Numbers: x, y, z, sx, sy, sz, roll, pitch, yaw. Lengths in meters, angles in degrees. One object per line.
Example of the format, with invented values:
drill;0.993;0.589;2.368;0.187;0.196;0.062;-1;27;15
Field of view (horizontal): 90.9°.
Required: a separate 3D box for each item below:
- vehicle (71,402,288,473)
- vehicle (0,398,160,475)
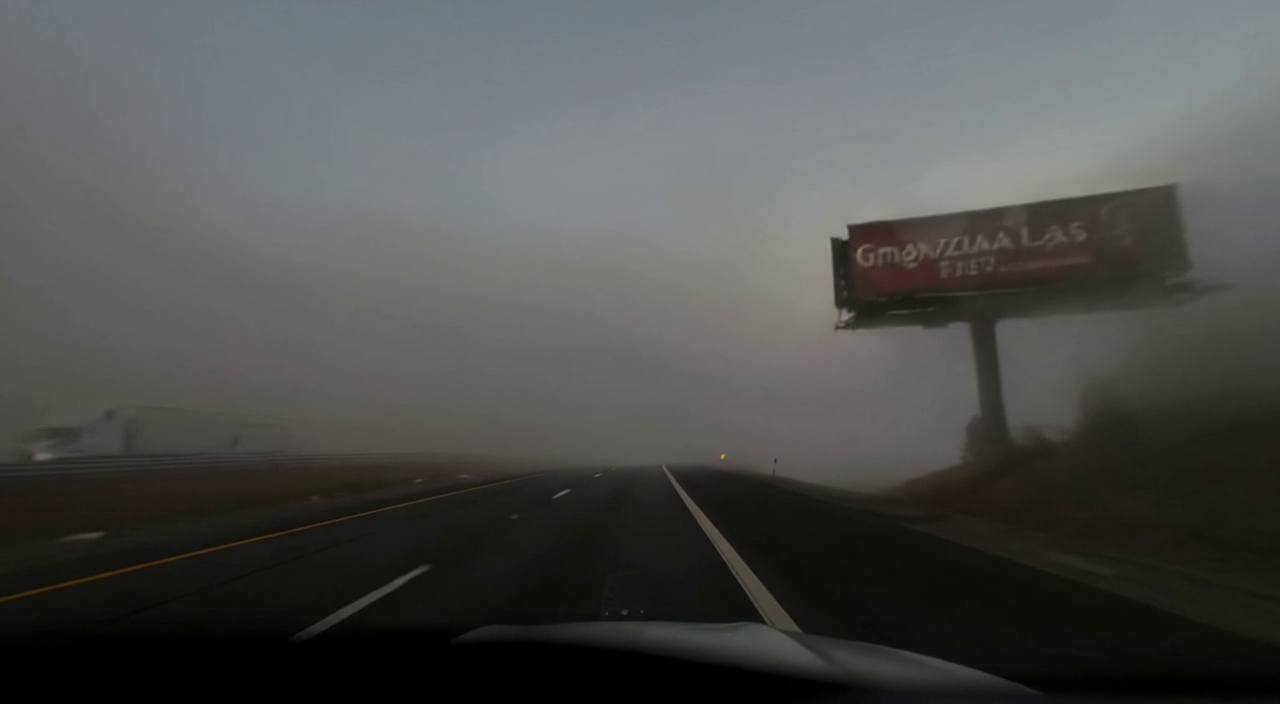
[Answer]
vehicle;-32.176;6.334;46.040;2.927;4.224;16.633;-1;-8;2
vehicle;-32.388;4.943;36.635;3.016;4.003;7.217;-1;-8;2
